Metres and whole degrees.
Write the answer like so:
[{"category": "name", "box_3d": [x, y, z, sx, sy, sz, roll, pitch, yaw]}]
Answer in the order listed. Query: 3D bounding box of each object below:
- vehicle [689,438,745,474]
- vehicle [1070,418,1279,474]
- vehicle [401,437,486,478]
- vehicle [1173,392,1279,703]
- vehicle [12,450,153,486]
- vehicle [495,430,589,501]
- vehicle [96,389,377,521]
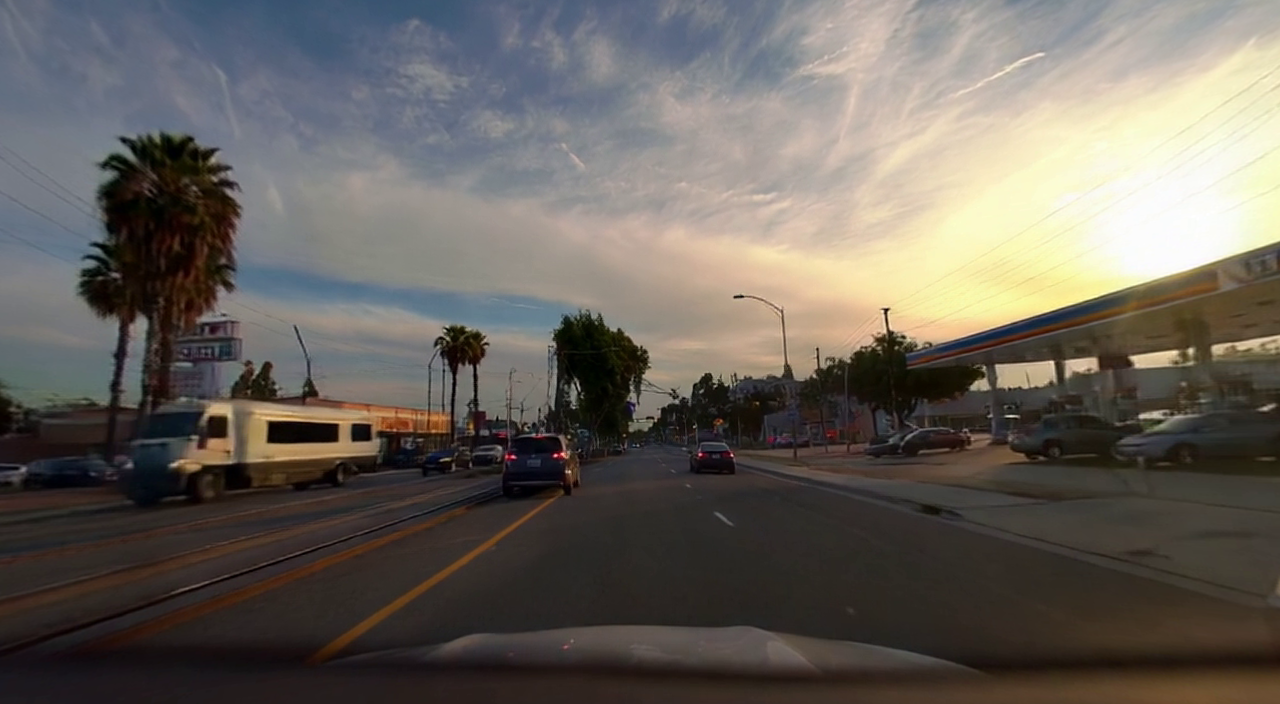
[{"category": "vehicle", "box_3d": [3.296, 4.561, 27.919, 1.889, 1.448, 4.262, 0, -9, -1]}, {"category": "vehicle", "box_3d": [14.600, 2.562, 17.274, 4.293, 1.438, 1.773, 0, -9, 1]}, {"category": "vehicle", "box_3d": [-9.688, 5.250, 31.695, 2.169, 1.853, 4.853, -1, -9, 8]}, {"category": "vehicle", "box_3d": [3.429, 0.639, 0.704, 1.987, 1.474, 4.198, 0, -9, 0]}, {"category": "vehicle", "box_3d": [-30.273, 6.325, 34.481, 5.349, 1.859, 2.259, 1, -10, -2]}, {"category": "vehicle", "box_3d": [-2.336, 2.825, 16.073, 2.021, 1.550, 4.090, 1, -9, -5]}, {"category": "vehicle", "box_3d": [-11.134, 2.925, 18.923, 2.662, 2.995, 8.344, 1, -7, 2]}]
